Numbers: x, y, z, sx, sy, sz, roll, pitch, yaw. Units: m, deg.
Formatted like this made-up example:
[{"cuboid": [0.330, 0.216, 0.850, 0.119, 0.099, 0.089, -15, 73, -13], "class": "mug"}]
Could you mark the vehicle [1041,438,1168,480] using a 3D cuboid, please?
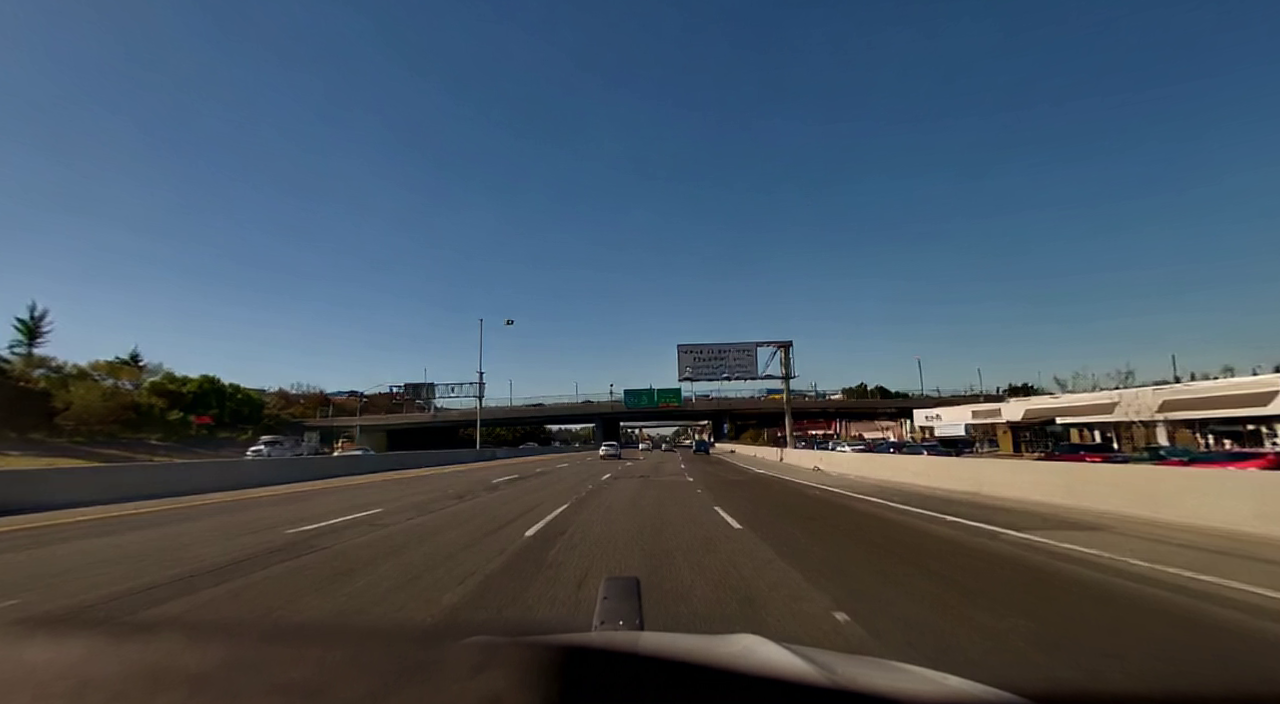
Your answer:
[{"cuboid": [18.094, 4.174, 24.916, 1.799, 1.498, 4.308, 0, -8, 2], "class": "vehicle"}]

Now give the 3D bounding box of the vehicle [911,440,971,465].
[{"cuboid": [18.700, 6.258, 39.448, 1.796, 1.470, 4.352, -1, -8, 3], "class": "vehicle"}]

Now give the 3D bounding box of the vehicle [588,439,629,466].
[{"cuboid": [-1.829, 5.986, 37.751, 1.982, 1.516, 4.327, -1, -8, 3], "class": "vehicle"}]

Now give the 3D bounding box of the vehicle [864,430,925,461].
[{"cuboid": [19.167, 7.105, 47.918, 2.367, 2.187, 5.862, 0, -8, 2], "class": "vehicle"}]
